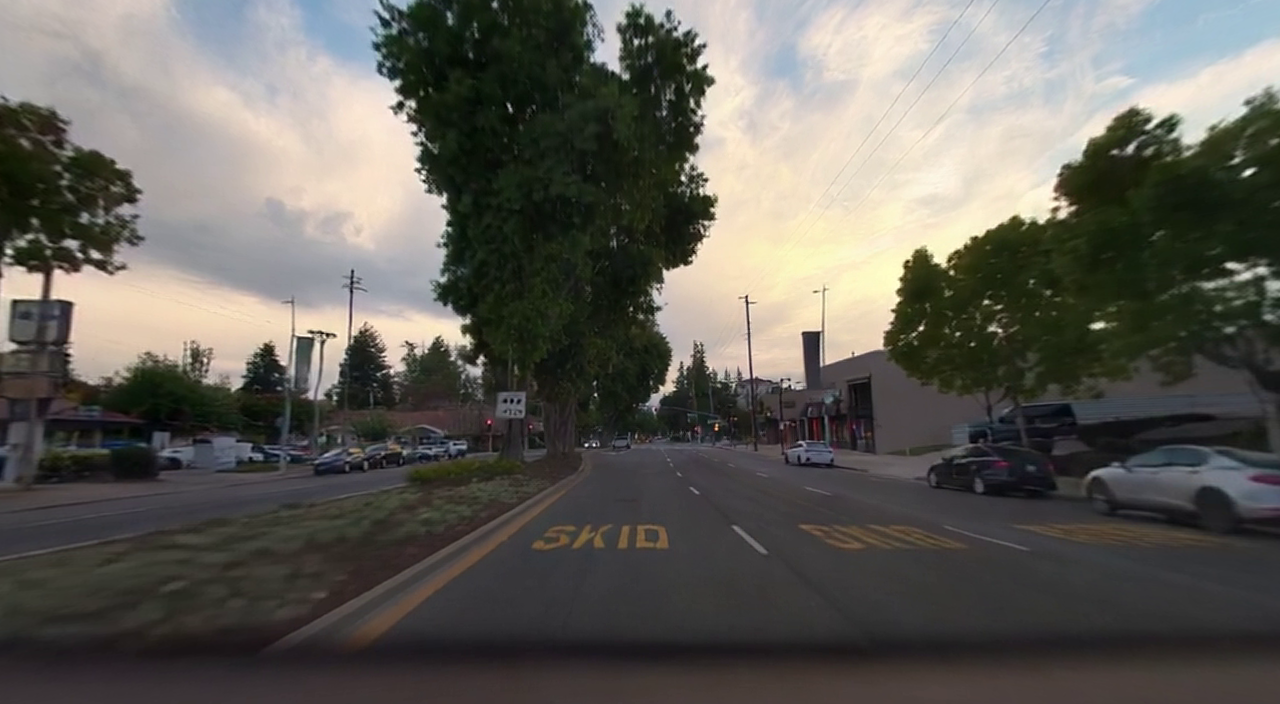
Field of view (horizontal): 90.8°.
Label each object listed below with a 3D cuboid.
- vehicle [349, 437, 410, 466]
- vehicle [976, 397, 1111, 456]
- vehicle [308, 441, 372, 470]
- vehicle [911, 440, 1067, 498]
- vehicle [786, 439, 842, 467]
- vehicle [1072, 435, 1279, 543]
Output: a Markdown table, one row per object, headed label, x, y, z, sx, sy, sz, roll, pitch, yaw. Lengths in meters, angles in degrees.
| label | x | y | z | sx | sy | sz | roll | pitch | yaw |
| --- | --- | --- | --- | --- | --- | --- | --- | --- | --- |
| vehicle | -19.041 | 7.270 | 46.484 | 2.085 | 1.957 | 5.548 | 0 | -8 | 1 |
| vehicle | 18.932 | 3.638 | 30.137 | 2.179 | 2.441 | 5.974 | -1 | -8 | -2 |
| vehicle | -19.323 | 6.654 | 40.892 | 1.966 | 1.753 | 4.634 | 0 | -9 | -2 |
| vehicle | 9.892 | 3.318 | 18.410 | 1.926 | 1.464 | 4.436 | 0 | -9 | -1 |
| vehicle | 10.047 | 5.878 | 36.886 | 1.919 | 1.546 | 4.730 | 0 | -9 | 0 |
| vehicle | 9.732 | 2.192 | 10.658 | 1.726 | 1.486 | 4.394 | 0 | -9 | -1 |
